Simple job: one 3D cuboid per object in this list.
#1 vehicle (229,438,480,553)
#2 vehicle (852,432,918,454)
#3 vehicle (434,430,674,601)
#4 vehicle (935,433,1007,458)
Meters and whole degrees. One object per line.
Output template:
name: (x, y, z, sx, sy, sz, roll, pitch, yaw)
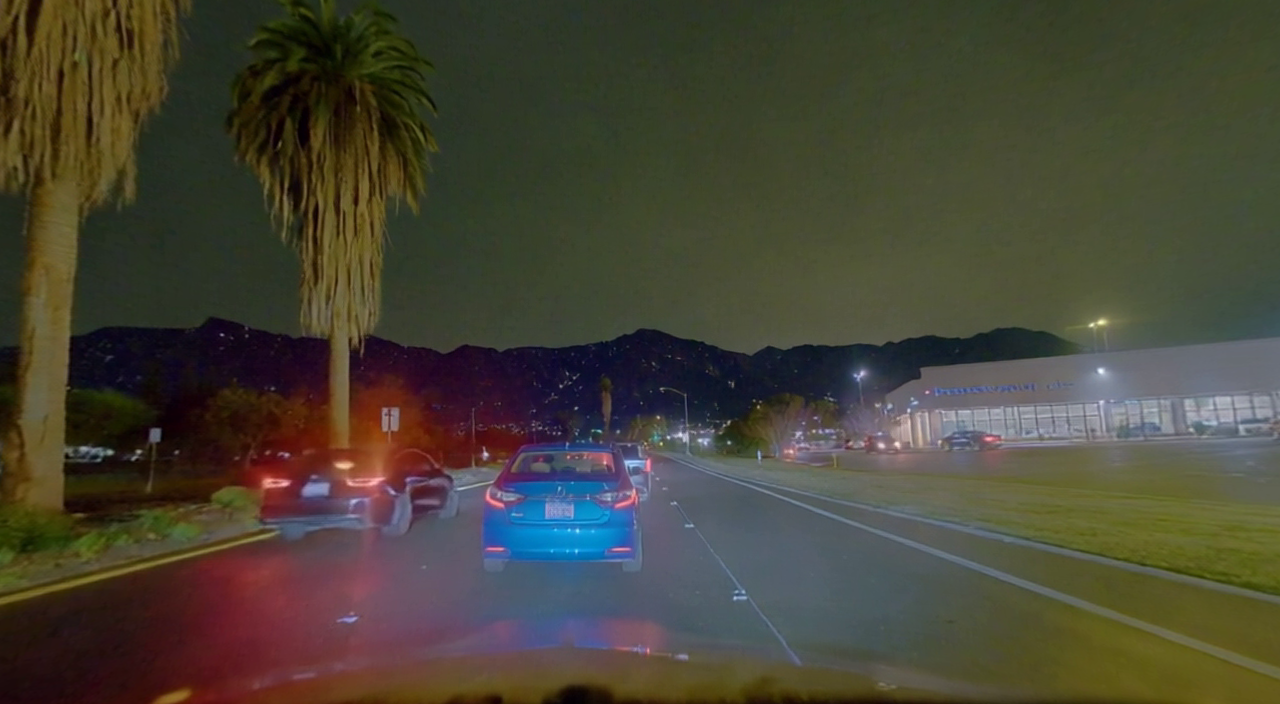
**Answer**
vehicle: (-4.353, 2.244, 10.774, 1.964, 1.466, 5.009, 0, -8, 0)
vehicle: (19.237, 7.198, 49.800, 1.925, 1.652, 4.490, 6, -10, -34)
vehicle: (-0.816, 1.712, 7.507, 2.067, 1.459, 3.886, 0, -8, -2)
vehicle: (21.331, 6.011, 40.694, 4.640, 1.526, 1.961, 5, -10, -32)
